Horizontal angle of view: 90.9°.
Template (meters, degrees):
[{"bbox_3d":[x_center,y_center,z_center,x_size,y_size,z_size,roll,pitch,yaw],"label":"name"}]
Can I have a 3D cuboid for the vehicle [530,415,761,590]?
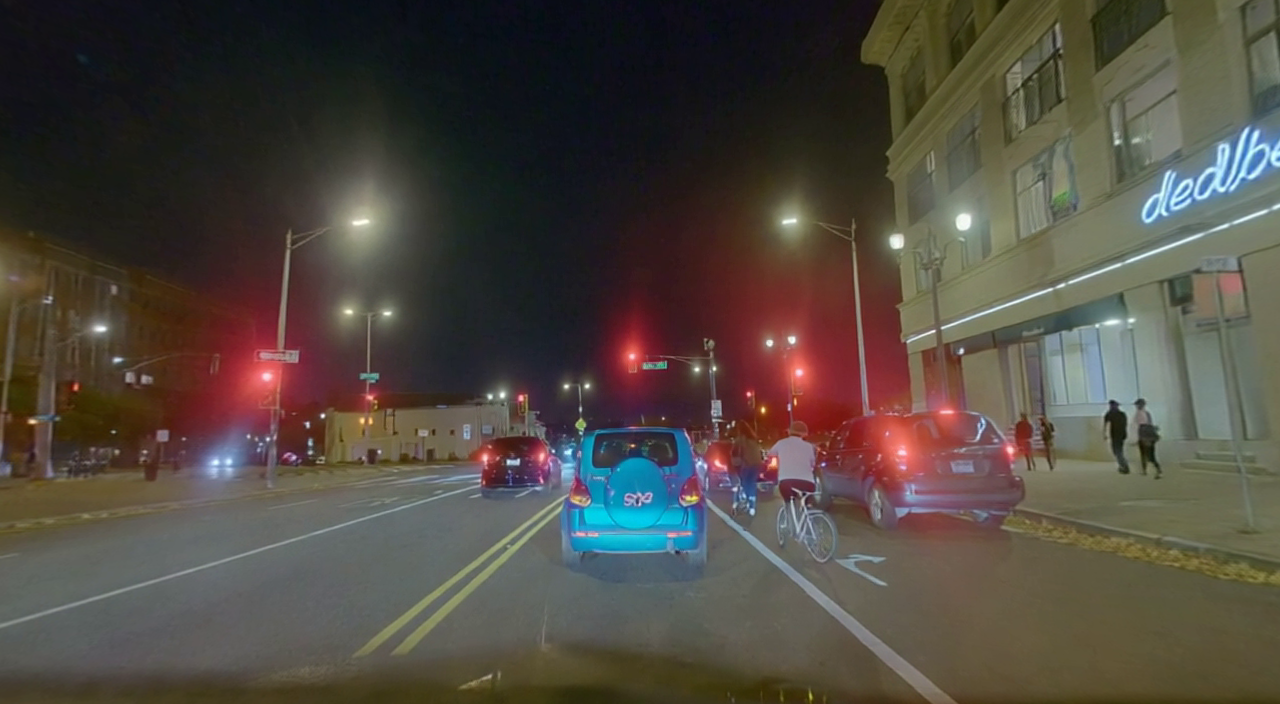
[{"bbox_3d":[0.030,1.667,7.788,2.091,1.557,4.000,0,-9,0],"label":"vehicle"}]

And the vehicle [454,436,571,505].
[{"bbox_3d":[-2.999,2.900,15.896,2.039,1.452,4.489,0,-9,0],"label":"vehicle"}]

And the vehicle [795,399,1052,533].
[{"bbox_3d":[4.499,1.919,11.108,2.142,1.829,4.767,0,-9,-2],"label":"vehicle"}]
